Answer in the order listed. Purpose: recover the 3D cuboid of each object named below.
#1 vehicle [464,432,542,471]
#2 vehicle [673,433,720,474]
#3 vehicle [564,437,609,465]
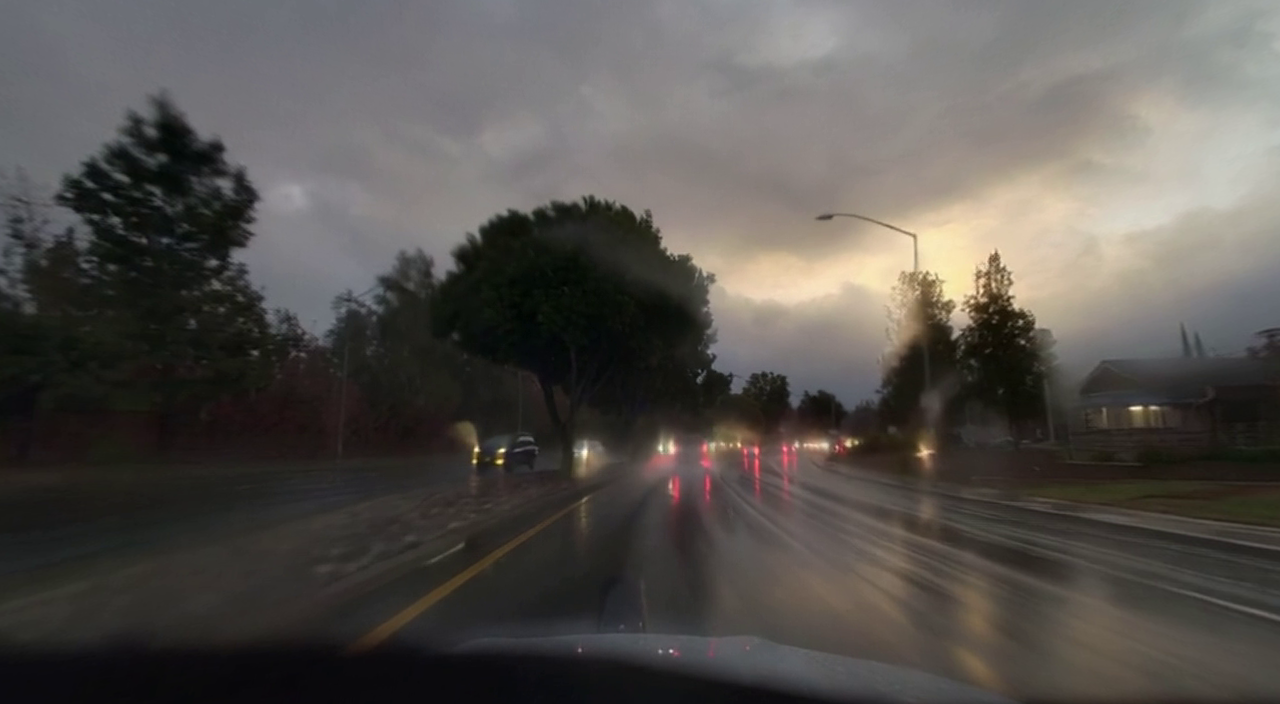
[{"bbox_3d":[-6.844,5.068,32.056,2.331,1.838,4.865,-2,-9,8],"label":"vehicle"},{"bbox_3d":[3.136,5.473,33.967,2.072,2.002,4.391,-2,-9,10],"label":"vehicle"},{"bbox_3d":[-3.729,6.955,44.290,1.975,1.853,4.600,-2,-9,11],"label":"vehicle"}]
